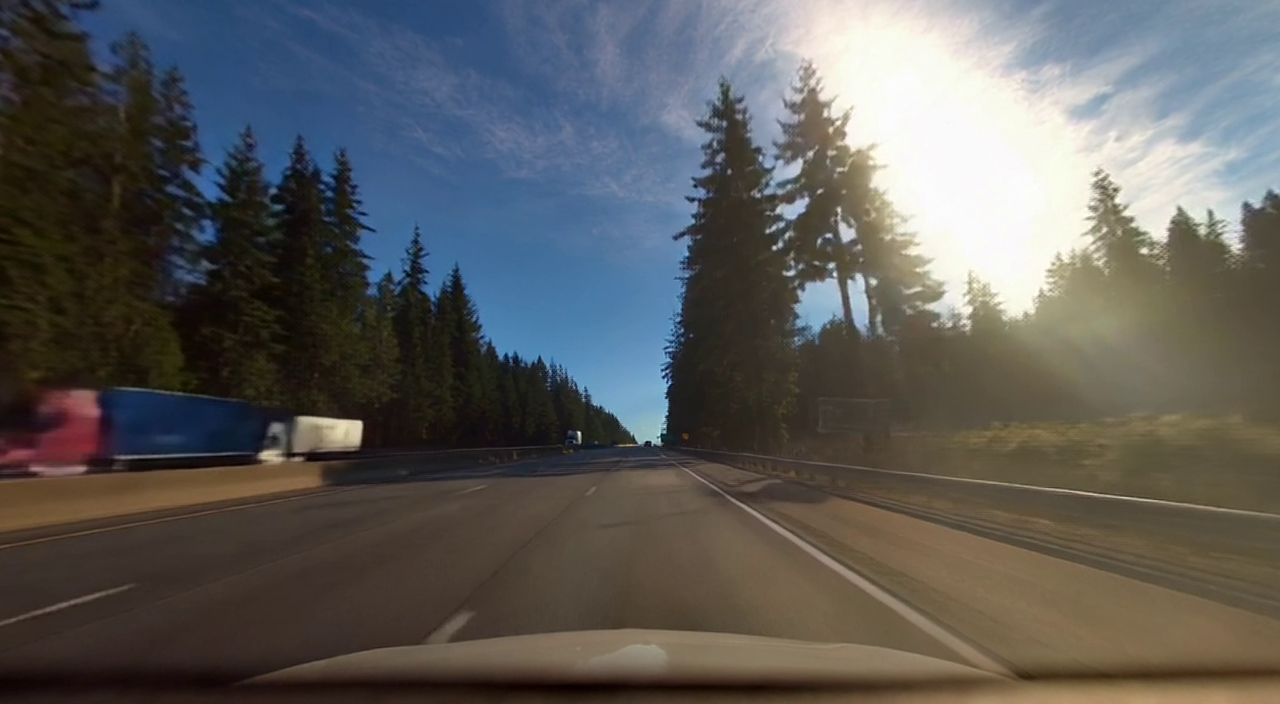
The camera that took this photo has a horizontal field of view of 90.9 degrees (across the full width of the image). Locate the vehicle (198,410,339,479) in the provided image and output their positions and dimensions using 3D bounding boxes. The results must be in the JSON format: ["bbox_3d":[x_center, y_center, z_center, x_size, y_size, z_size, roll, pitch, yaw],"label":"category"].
[{"bbox_3d":[-17.054,4.311,29.528,3.035,2.895,5.629,0,-8,1],"label":"vehicle"}]

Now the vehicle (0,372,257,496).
[{"bbox_3d":[-17.123,2.800,21.234,2.750,3.286,8.975,0,-8,0],"label":"vehicle"}]
